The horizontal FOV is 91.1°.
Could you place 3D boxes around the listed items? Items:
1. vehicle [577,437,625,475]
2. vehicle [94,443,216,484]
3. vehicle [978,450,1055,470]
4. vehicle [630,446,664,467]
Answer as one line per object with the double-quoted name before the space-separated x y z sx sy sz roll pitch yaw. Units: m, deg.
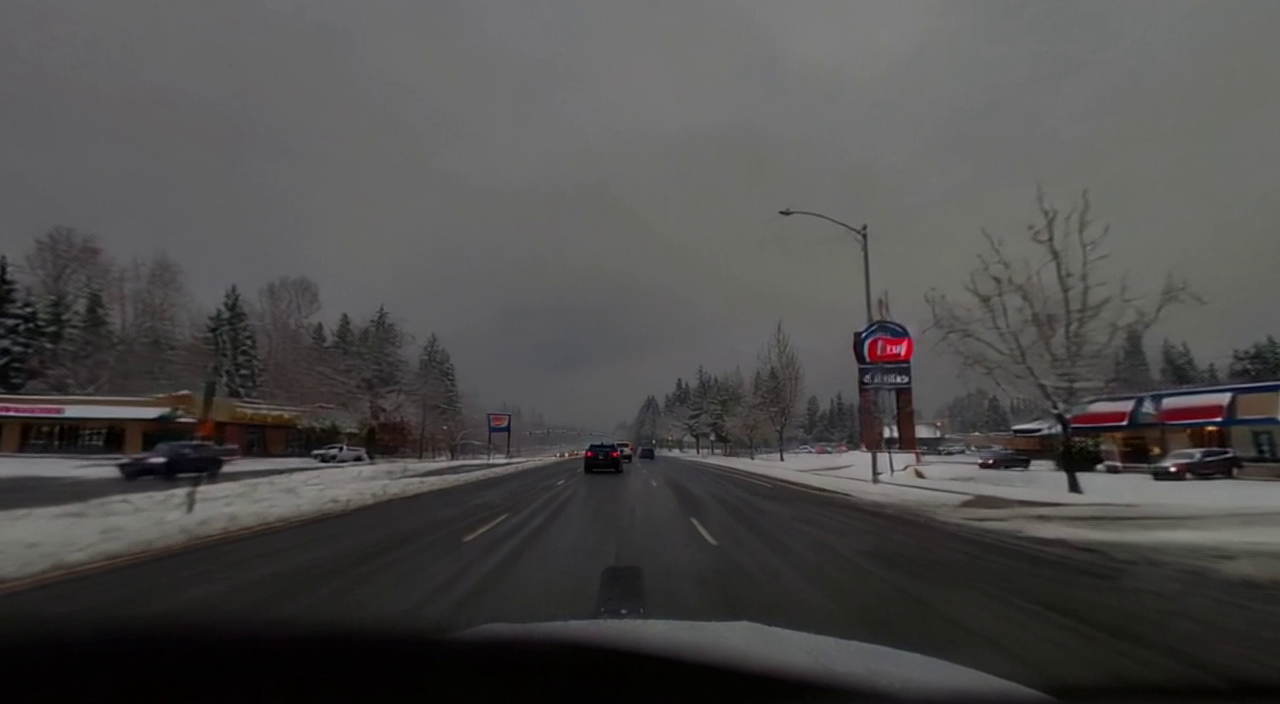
"vehicle" -2.057 5.676 34.524 2.222 1.899 5.006 0 -9 1
"vehicle" -22.003 5.047 28.766 2.039 1.730 4.559 1 -9 -2
"vehicle" 27.379 7.862 45.700 4.375 1.400 2.017 1 -9 -5
"vehicle" 0.456 7.806 47.193 2.113 1.446 4.309 1 -9 -6
